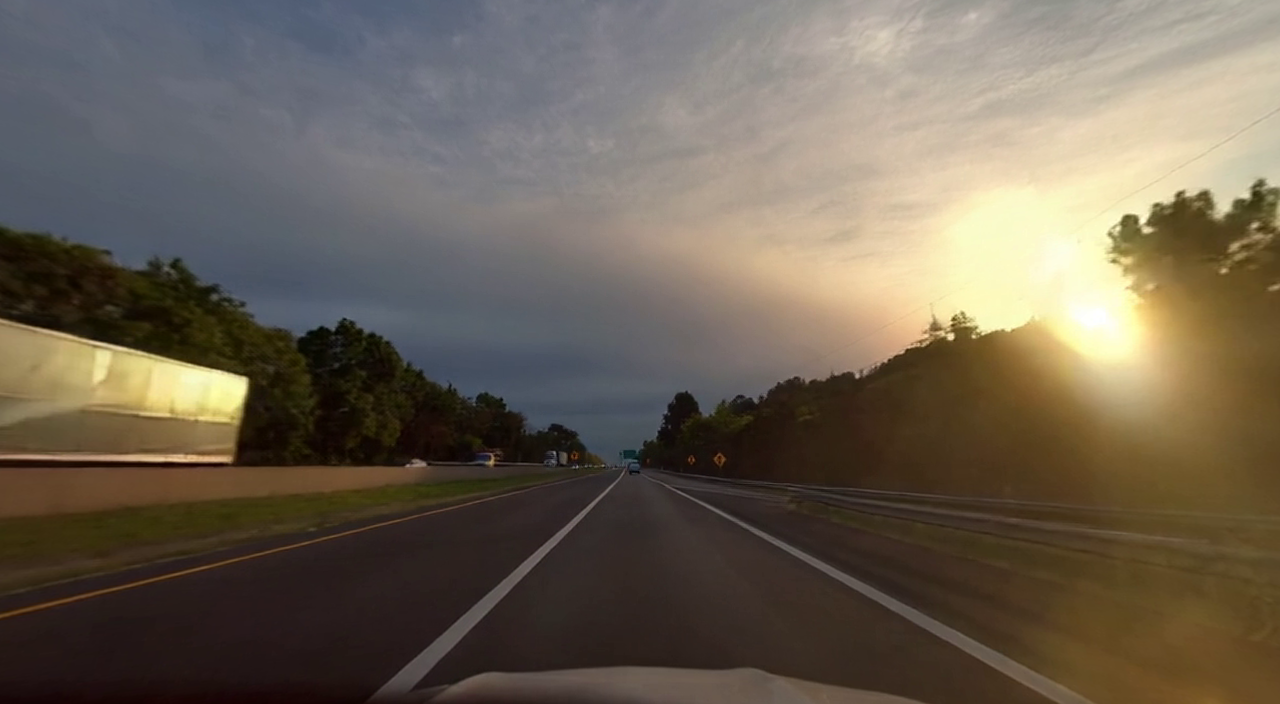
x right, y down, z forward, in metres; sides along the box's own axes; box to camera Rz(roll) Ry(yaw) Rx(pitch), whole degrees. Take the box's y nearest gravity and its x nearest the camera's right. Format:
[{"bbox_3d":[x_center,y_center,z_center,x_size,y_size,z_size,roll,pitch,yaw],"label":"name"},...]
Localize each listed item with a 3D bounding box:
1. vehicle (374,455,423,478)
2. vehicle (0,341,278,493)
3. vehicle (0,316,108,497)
[{"bbox_3d":[-16.492,7.874,43.243,1.780,1.458,3.948,1,-10,0],"label":"vehicle"},{"bbox_3d":[-16.005,2.435,20.846,2.919,4.001,8.297,1,-10,0],"label":"vehicle"},{"bbox_3d":[-15.807,0.730,11.543,2.974,3.982,10.261,1,-10,0],"label":"vehicle"}]
